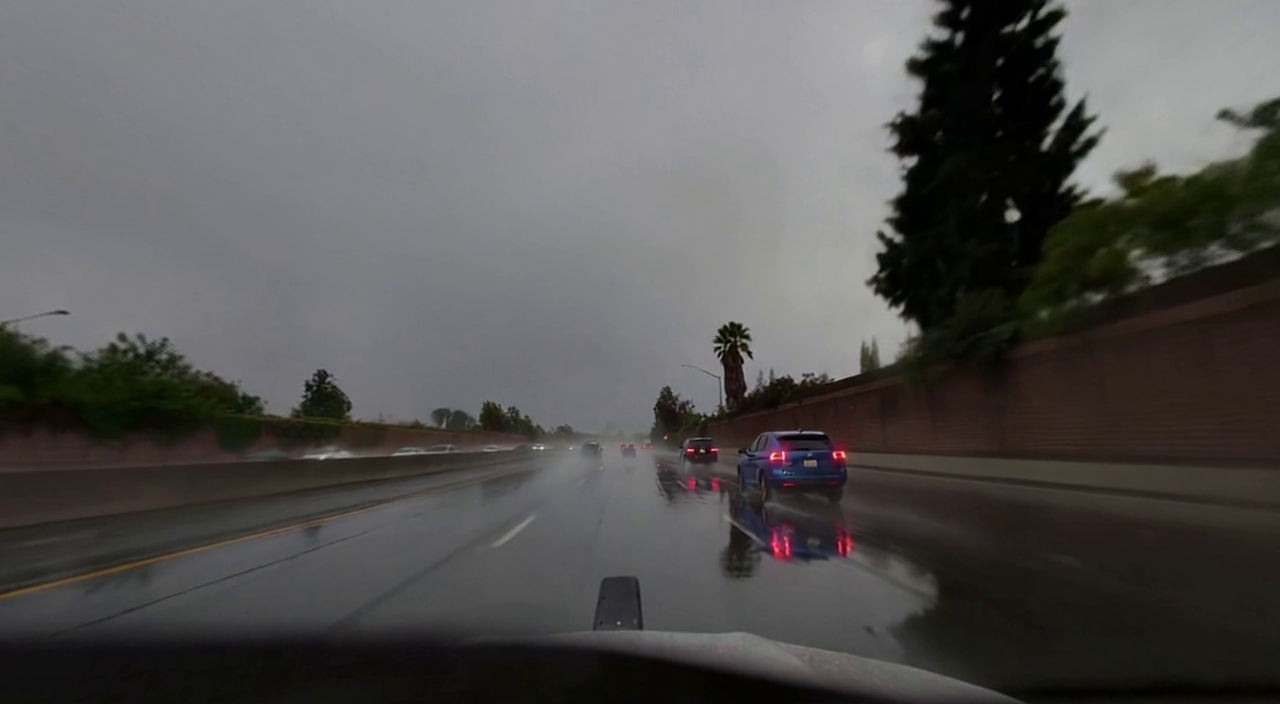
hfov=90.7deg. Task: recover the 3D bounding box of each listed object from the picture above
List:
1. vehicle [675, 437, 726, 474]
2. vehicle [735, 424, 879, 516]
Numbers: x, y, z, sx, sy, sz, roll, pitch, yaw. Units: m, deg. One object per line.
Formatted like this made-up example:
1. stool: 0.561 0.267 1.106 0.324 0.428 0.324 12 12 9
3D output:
1. vehicle: 2.964 5.199 31.993 2.045 1.688 4.313 0 -8 -2
2. vehicle: 3.427 2.502 13.916 1.910 1.696 4.187 0 -8 -2
